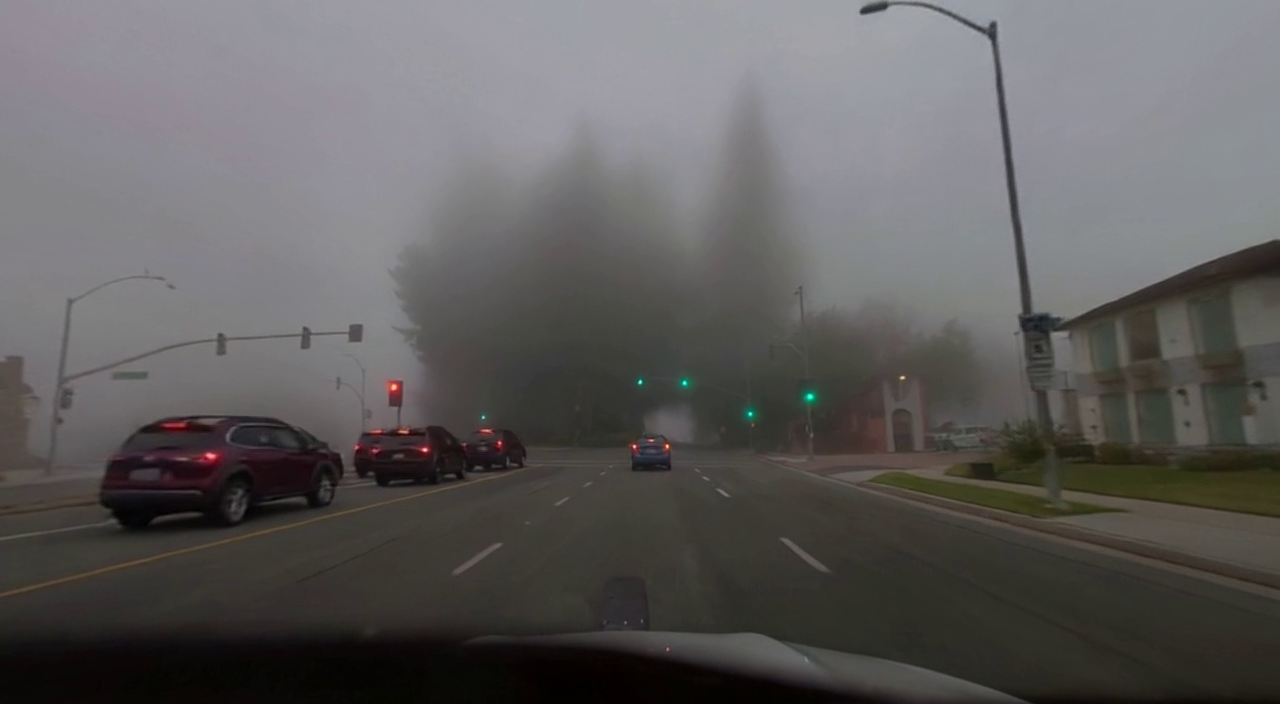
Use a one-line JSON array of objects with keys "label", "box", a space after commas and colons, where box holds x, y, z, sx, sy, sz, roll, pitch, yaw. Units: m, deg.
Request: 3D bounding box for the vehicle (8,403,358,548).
[{"label": "vehicle", "box": [-6.892, 1.920, 10.464, 1.951, 1.809, 4.917, 0, -9, 2]}]

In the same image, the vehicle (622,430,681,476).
[{"label": "vehicle", "box": [0.478, 4.055, 25.418, 2.197, 1.682, 3.642, 0, -9, 2]}]

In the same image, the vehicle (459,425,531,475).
[{"label": "vehicle", "box": [-6.386, 4.411, 28.425, 2.316, 2.014, 5.215, 0, -9, -3]}]

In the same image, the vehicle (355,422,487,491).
[{"label": "vehicle", "box": [-6.595, 3.219, 19.718, 2.111, 1.864, 4.932, 0, -9, 3]}]
